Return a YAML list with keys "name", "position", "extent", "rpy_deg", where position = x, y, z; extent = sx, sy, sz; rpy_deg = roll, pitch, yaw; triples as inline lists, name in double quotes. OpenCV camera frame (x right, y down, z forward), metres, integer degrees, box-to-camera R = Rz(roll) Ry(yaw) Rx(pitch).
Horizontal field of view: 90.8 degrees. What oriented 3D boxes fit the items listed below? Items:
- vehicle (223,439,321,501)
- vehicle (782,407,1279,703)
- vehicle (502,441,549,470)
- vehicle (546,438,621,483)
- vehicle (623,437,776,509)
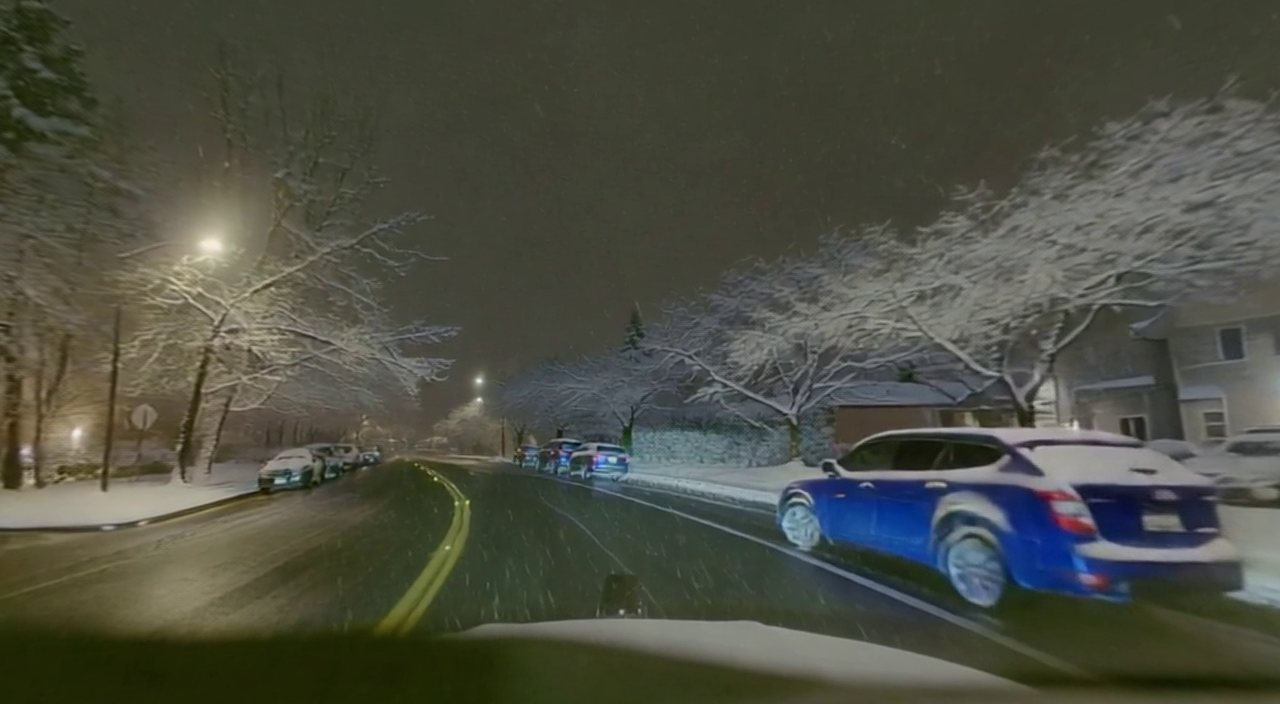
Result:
- name: "vehicle"
  position: [-13.336, 4.230, 23.260]
  extent: [2.154, 1.870, 5.118]
  rpy_deg: [0, -8, -20]
- name: "vehicle"
  position: [3.534, 1.518, 6.304]
  extent: [2.042, 1.817, 5.202]
  rpy_deg: [1, -6, -13]
- name: "vehicle"
  position: [-7.642, 6.807, 41.803]
  extent: [2.137, 1.814, 5.303]
  rpy_deg: [3, -9, -20]
- name: "vehicle"
  position: [-2.496, 4.535, 26.734]
  extent: [2.055, 1.731, 4.686]
  rpy_deg: [3, -9, -20]
- name: "vehicle"
  position: [1.290, 2.975, 16.040]
  extent: [2.053, 1.519, 4.611]
  rpy_deg: [3, -9, -20]
